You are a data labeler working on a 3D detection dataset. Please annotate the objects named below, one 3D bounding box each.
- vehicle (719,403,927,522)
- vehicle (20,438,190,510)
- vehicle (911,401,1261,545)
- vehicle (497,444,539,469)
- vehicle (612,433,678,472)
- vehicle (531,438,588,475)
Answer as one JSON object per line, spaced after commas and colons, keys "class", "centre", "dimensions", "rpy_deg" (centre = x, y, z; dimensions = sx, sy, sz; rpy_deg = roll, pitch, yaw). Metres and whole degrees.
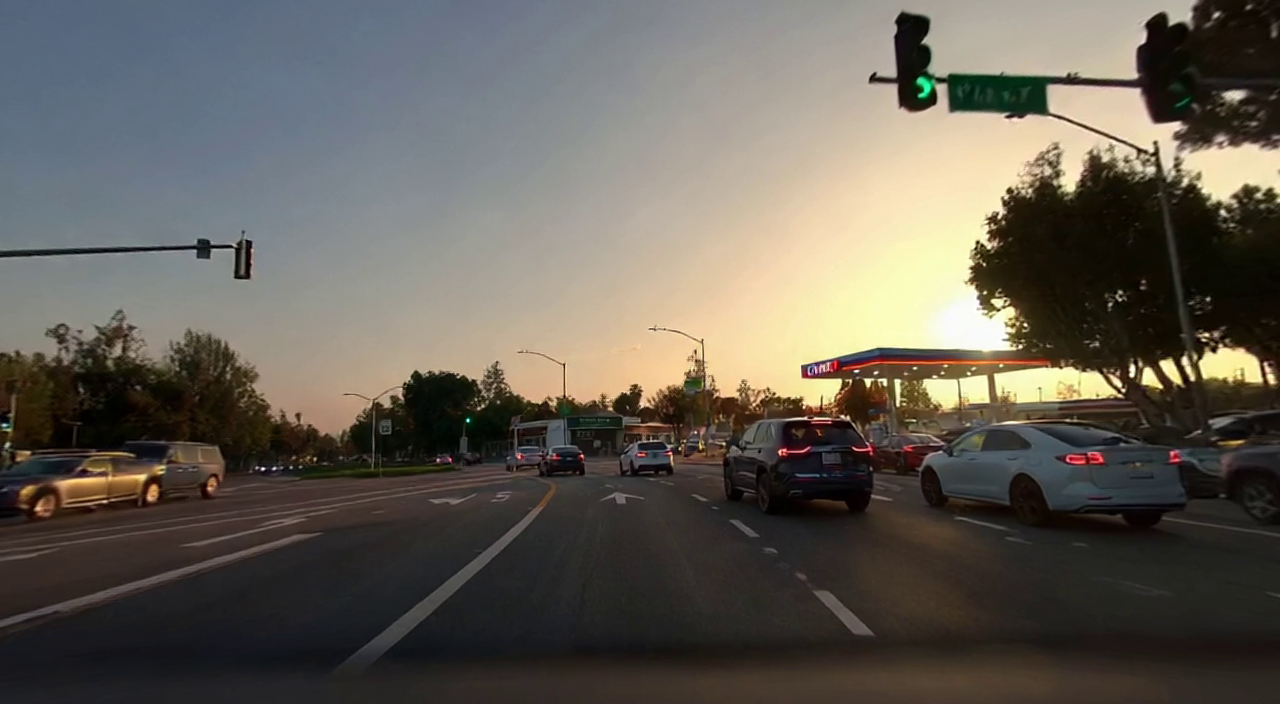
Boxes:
{"class": "vehicle", "centre": [3.072, 2.009, 11.915], "dimensions": [2.184, 1.777, 4.712], "rpy_deg": [1, -8, -5]}
{"class": "vehicle", "centre": [-18.514, 4.165, 22.380], "dimensions": [2.811, 2.105, 6.404], "rpy_deg": [4, -9, -24]}
{"class": "vehicle", "centre": [5.965, 1.675, 9.292], "dimensions": [1.881, 1.604, 4.289], "rpy_deg": [0, -8, -2]}
{"class": "vehicle", "centre": [-8.590, 7.274, 44.190], "dimensions": [2.193, 1.609, 3.874], "rpy_deg": [3, -9, -21]}
{"class": "vehicle", "centre": [0.144, 4.546, 28.663], "dimensions": [2.012, 1.612, 4.114], "rpy_deg": [2, -9, -14]}
{"class": "vehicle", "centre": [-3.782, 4.784, 29.079], "dimensions": [2.107, 1.527, 4.174], "rpy_deg": [2, -9, -14]}
